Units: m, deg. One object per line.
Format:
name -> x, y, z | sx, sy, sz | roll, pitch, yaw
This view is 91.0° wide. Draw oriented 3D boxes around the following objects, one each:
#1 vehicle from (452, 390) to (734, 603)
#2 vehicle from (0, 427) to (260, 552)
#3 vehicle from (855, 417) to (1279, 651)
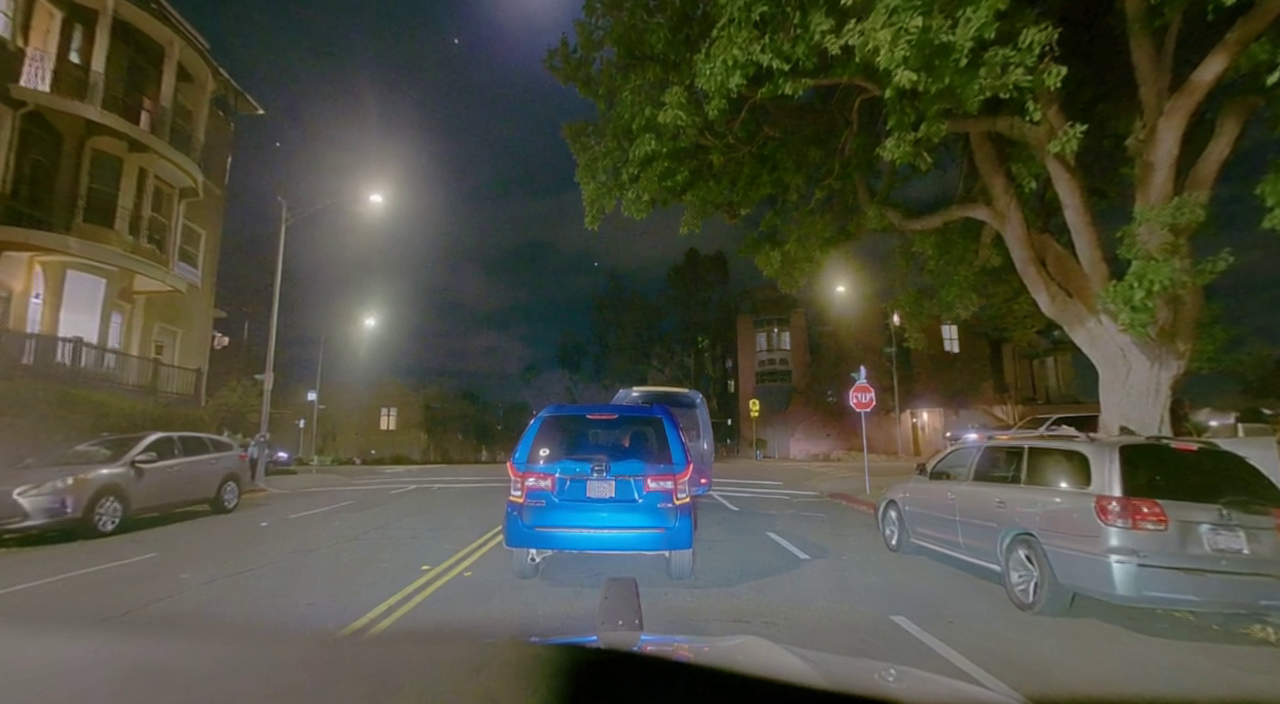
vehicle -> -0.406, 1.563, 7.728 | 2.377, 1.787, 4.652 | 0, -8, 0
vehicle -> -8.291, 2.020, 10.054 | 1.825, 1.532, 4.083 | -3, -7, 2
vehicle -> 4.220, 1.680, 6.906 | 1.959, 1.581, 4.731 | 4, -9, -2
